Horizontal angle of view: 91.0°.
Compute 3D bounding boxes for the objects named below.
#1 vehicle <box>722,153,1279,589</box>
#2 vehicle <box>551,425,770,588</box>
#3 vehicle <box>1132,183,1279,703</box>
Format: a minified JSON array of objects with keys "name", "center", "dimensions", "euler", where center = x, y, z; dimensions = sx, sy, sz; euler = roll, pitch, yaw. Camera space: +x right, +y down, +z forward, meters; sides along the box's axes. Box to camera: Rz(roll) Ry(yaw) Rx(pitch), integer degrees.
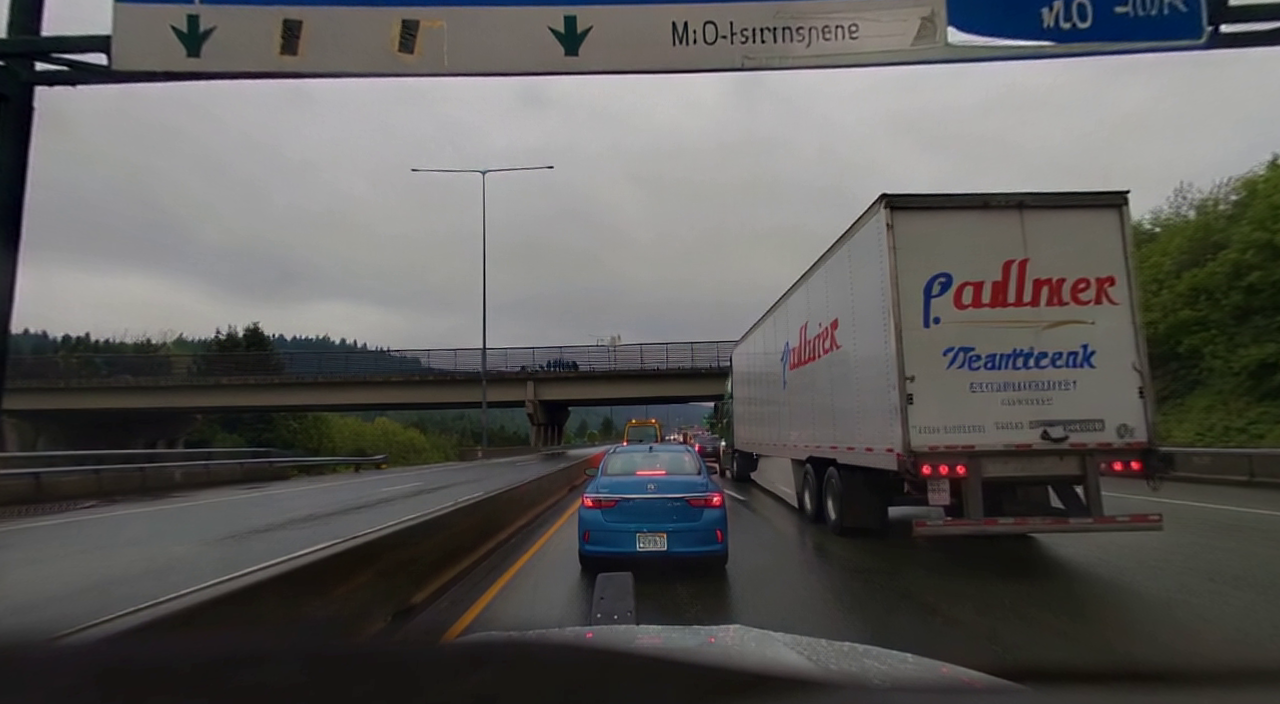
[{"name":"vehicle","center":[4.202,1.072,12.965],"dimensions":[2.827,4.081,14.305],"euler":[0,-8,-1]},{"name":"vehicle","center":[0.177,1.703,7.757],"dimensions":[2.045,1.490,3.597],"euler":[-1,-8,0]},{"name":"vehicle","center":[4.730,0.101,0.631],"dimensions":[2.892,2.615,6.650],"euler":[0,-8,-2]}]
